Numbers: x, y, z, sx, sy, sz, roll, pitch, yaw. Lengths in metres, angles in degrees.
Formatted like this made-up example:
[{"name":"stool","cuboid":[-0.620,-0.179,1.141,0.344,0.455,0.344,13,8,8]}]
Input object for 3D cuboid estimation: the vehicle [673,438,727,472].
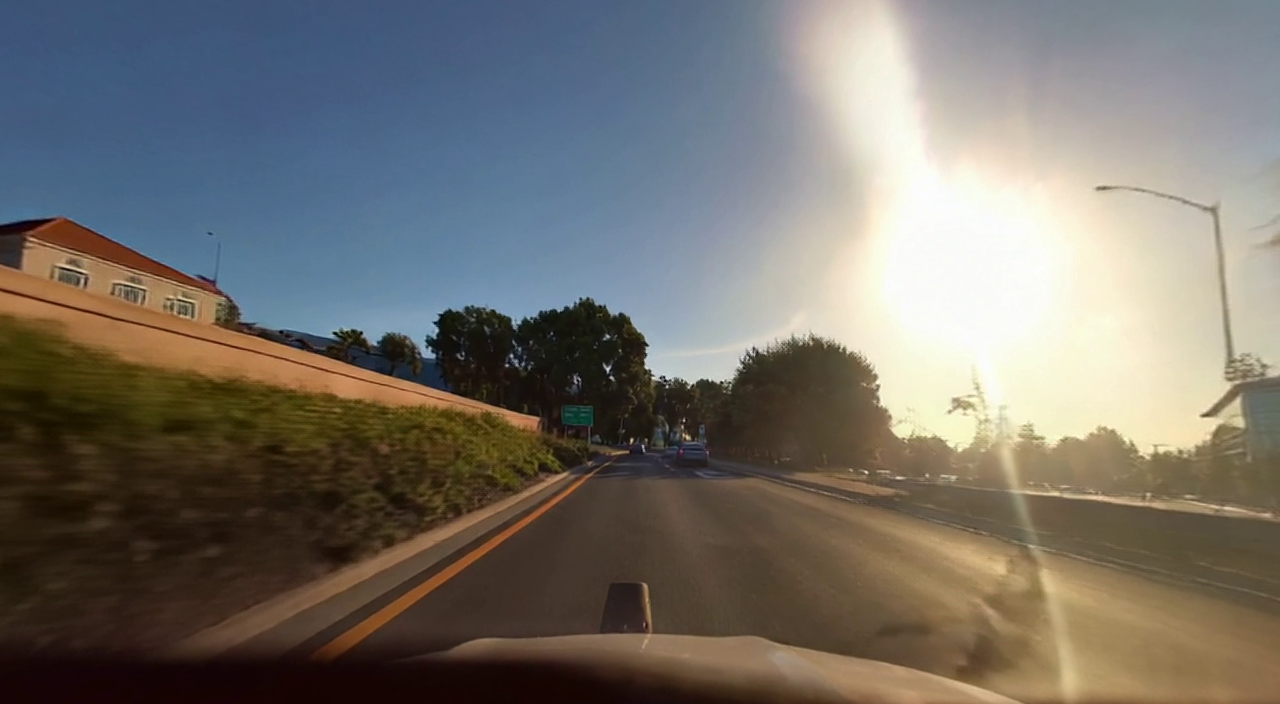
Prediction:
[{"name":"vehicle","cuboid":[2.706,4.764,29.491,1.956,1.473,4.640,0,-8,-1]}]
